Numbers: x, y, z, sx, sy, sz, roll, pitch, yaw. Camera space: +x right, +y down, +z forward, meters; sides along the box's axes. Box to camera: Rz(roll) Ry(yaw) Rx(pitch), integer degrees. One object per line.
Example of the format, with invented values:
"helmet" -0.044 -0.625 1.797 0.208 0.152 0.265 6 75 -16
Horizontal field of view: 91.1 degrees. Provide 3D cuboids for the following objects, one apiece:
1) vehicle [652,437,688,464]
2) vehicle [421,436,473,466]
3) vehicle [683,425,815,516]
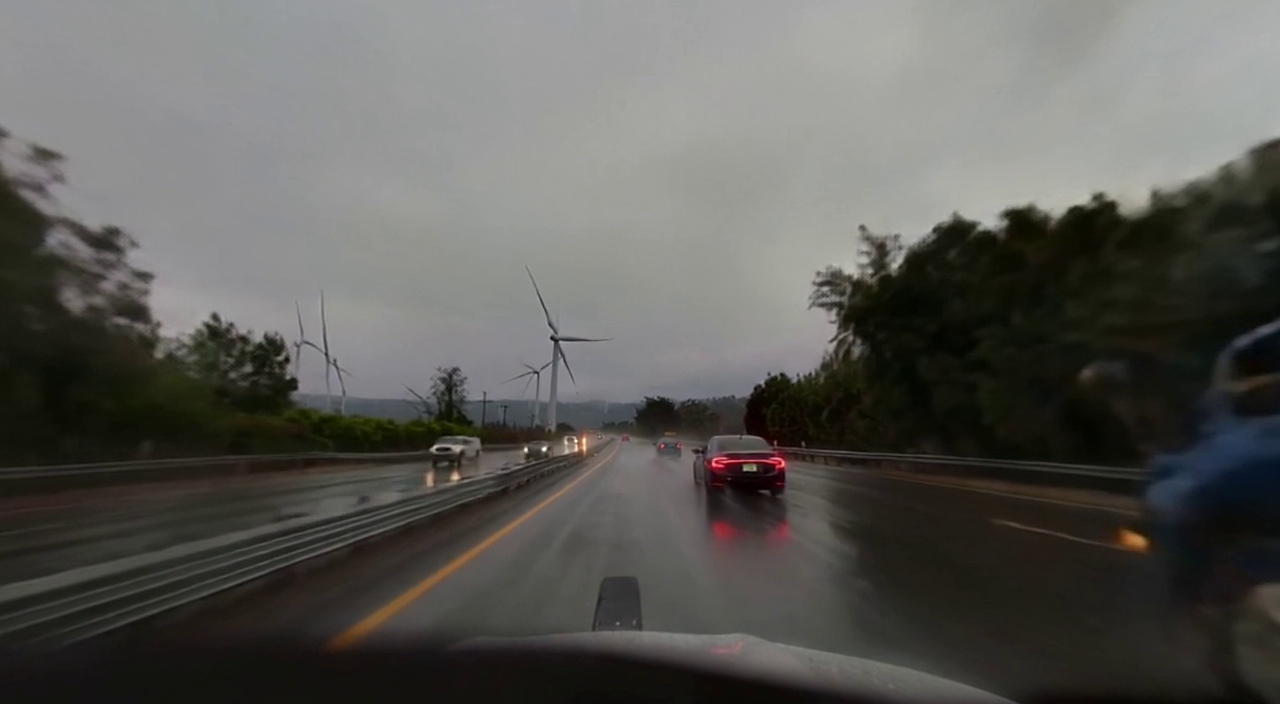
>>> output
"vehicle" 1.916 6.491 41.580 2.066 1.661 4.500 0 -8 -1
"vehicle" -13.319 6.849 43.663 2.148 1.937 4.755 0 -8 0
"vehicle" 2.123 2.441 13.589 2.038 1.624 4.312 0 -8 0
